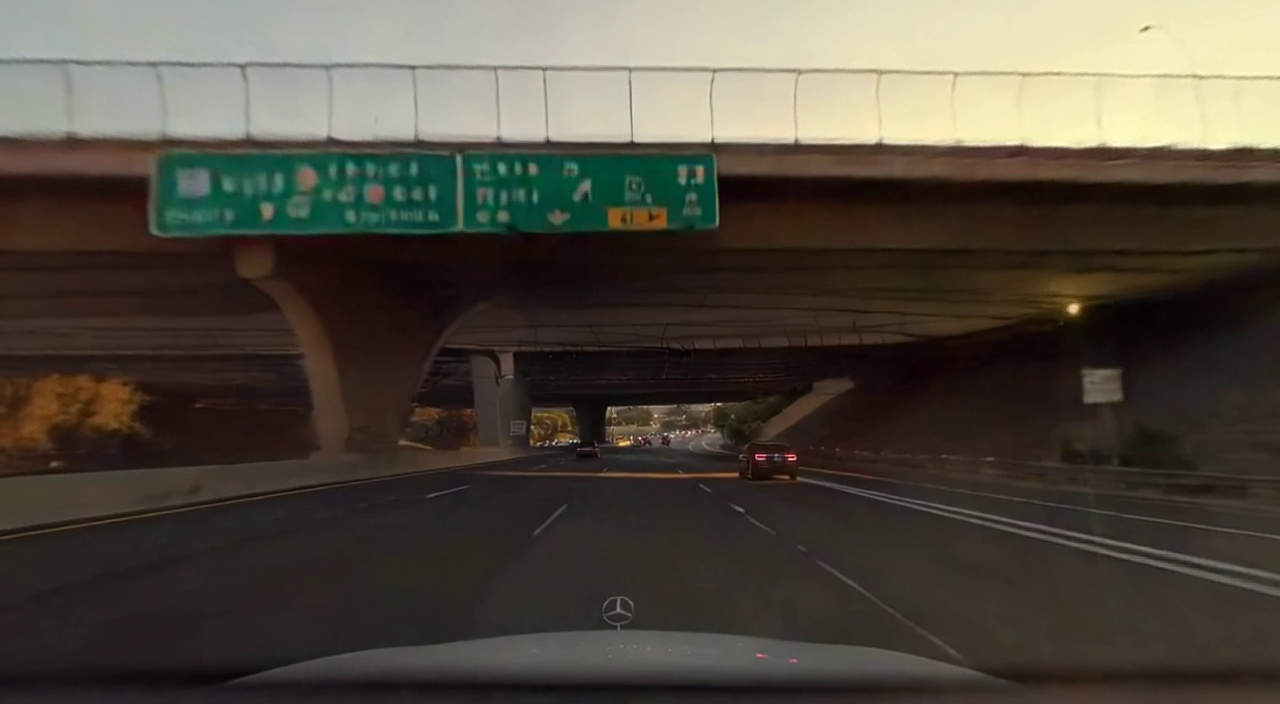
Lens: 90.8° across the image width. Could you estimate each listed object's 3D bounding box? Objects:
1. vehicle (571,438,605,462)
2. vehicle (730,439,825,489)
[{"bbox_3d":[-3.657,6.958,44.930,2.048,1.618,4.424,0,-9,0],"label":"vehicle"},{"bbox_3d":[4.449,3.690,21.184,2.060,1.485,4.274,0,-9,-2],"label":"vehicle"}]
